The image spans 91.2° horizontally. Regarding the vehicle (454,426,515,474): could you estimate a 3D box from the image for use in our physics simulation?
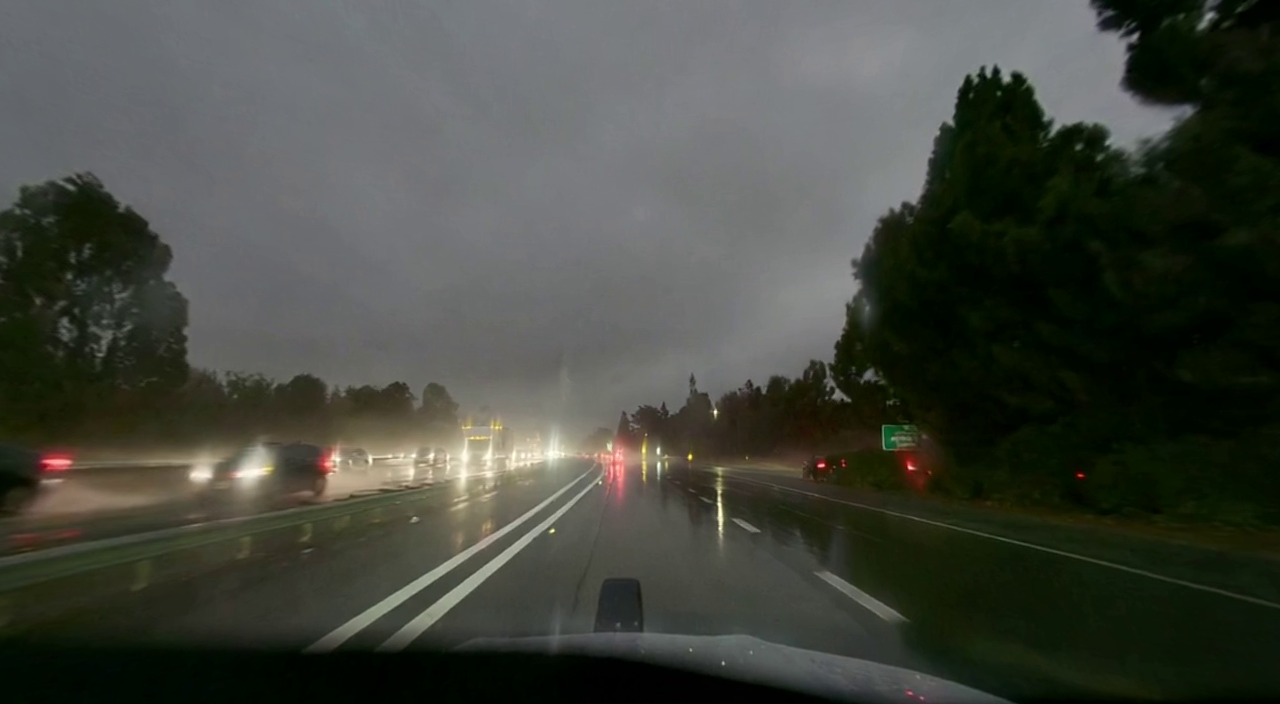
[{"bbox_3d":[-9.280,5.955,38.121,2.356,2.637,6.975,0,-9,-4],"label":"vehicle"}]

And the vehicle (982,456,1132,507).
[{"bbox_3d":[14.270,4.411,21.832,1.941,1.536,4.585,0,-9,-2],"label":"vehicle"}]

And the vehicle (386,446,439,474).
[{"bbox_3d":[-14.280,6.775,39.583,1.947,1.647,4.183,0,-9,-3],"label":"vehicle"}]

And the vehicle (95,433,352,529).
[{"bbox_3d":[-7.778,2.438,12.419,2.032,1.521,4.518,0,-9,-1],"label":"vehicle"}]
